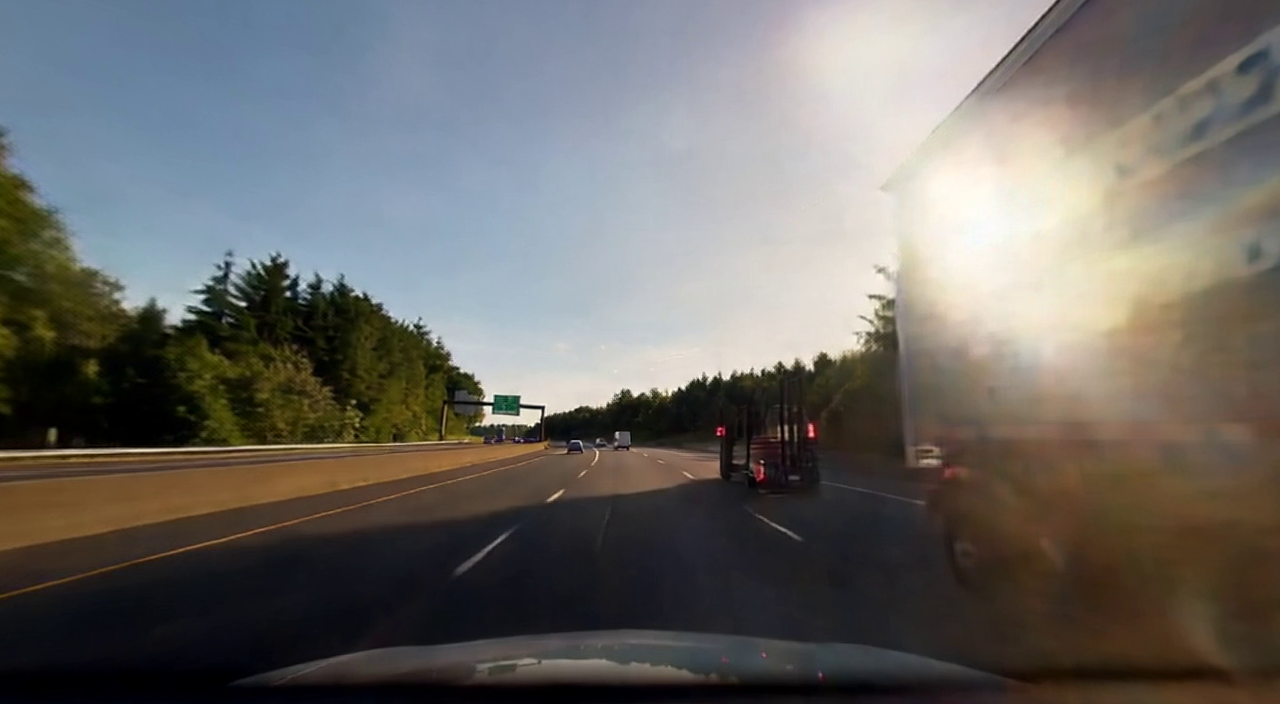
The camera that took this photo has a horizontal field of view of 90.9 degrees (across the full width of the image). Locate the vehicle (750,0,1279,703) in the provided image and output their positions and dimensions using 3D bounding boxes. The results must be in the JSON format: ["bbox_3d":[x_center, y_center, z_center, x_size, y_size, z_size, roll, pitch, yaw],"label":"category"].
[{"bbox_3d":[3.960,0.187,6.440,2.910,4.051,14.278,0,-8,-1],"label":"vehicle"}]
